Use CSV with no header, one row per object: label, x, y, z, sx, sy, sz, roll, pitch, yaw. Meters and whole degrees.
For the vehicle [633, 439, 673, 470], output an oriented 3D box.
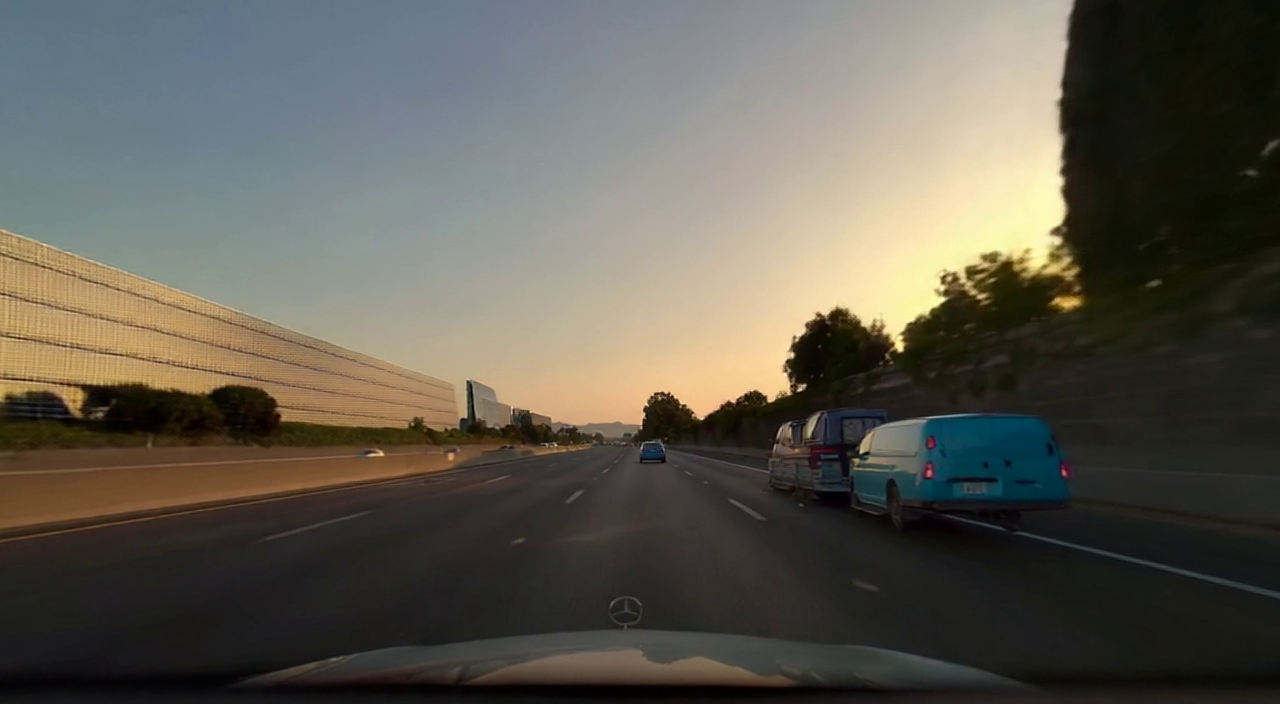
vehicle,0.622,5.332,32.943,1.997,1.484,3.409,0,-8,0
